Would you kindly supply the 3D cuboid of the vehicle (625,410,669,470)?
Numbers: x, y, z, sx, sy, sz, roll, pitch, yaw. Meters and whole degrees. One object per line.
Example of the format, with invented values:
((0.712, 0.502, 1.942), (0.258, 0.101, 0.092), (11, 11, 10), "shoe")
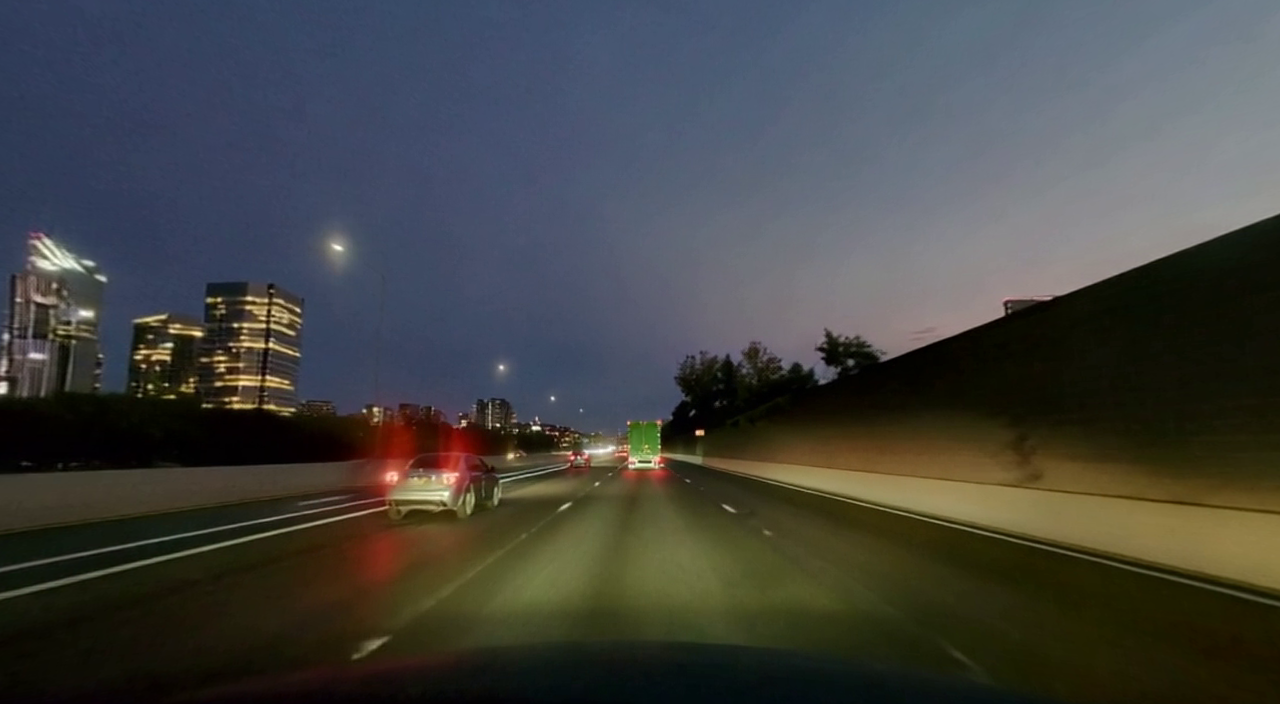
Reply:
((0.517, 6.764, 47.888), (2.980, 4.051, 10.359), (0, -9, 0), "vehicle")

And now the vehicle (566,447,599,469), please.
((-4.091, 7.648, 45.568), (1.974, 1.531, 4.429), (0, -9, 0), "vehicle")

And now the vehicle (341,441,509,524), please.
((-4.377, 2.723, 13.771), (1.977, 1.478, 4.702), (0, -9, 0), "vehicle")
